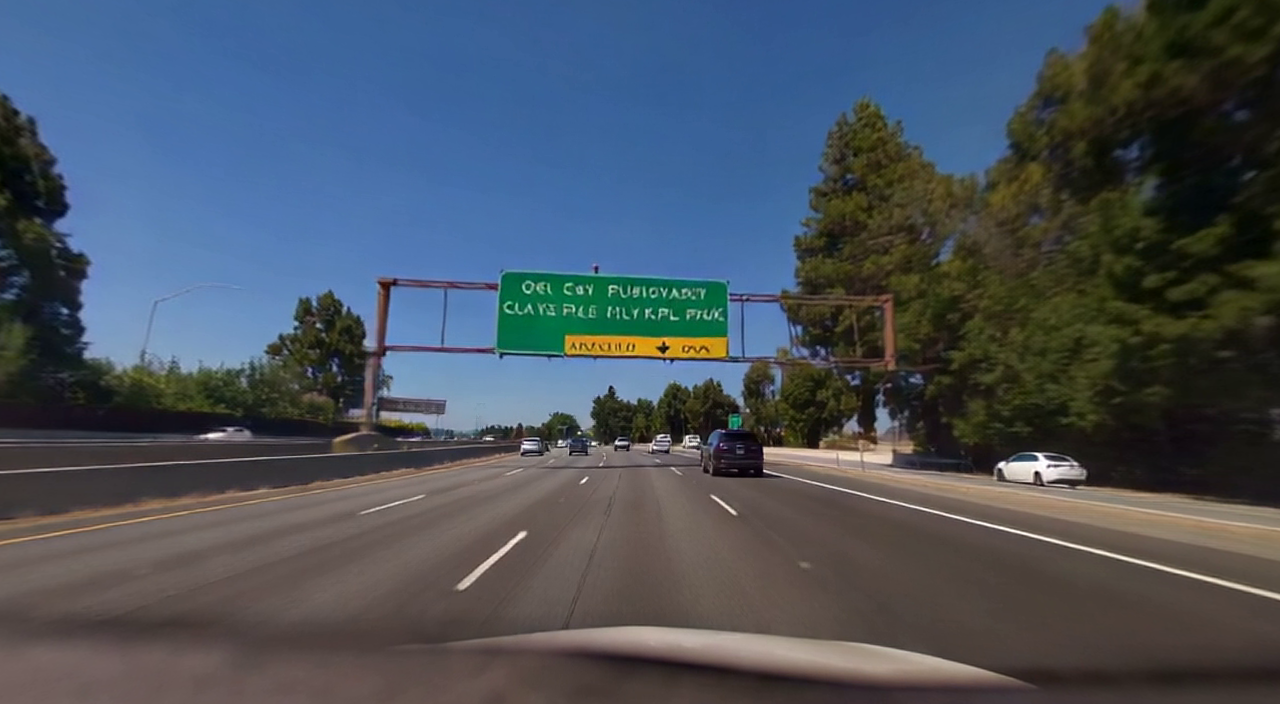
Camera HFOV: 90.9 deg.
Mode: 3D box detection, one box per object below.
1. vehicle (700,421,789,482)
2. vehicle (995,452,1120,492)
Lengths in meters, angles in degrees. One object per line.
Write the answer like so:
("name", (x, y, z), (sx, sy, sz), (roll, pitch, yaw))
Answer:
("vehicle", (3.323, 3.273, 20.995), (2.043, 1.795, 4.347), (0, -8, -2))
("vehicle", (18.736, 5.369, 28.642), (2.033, 1.580, 4.752), (1, -8, -7))
